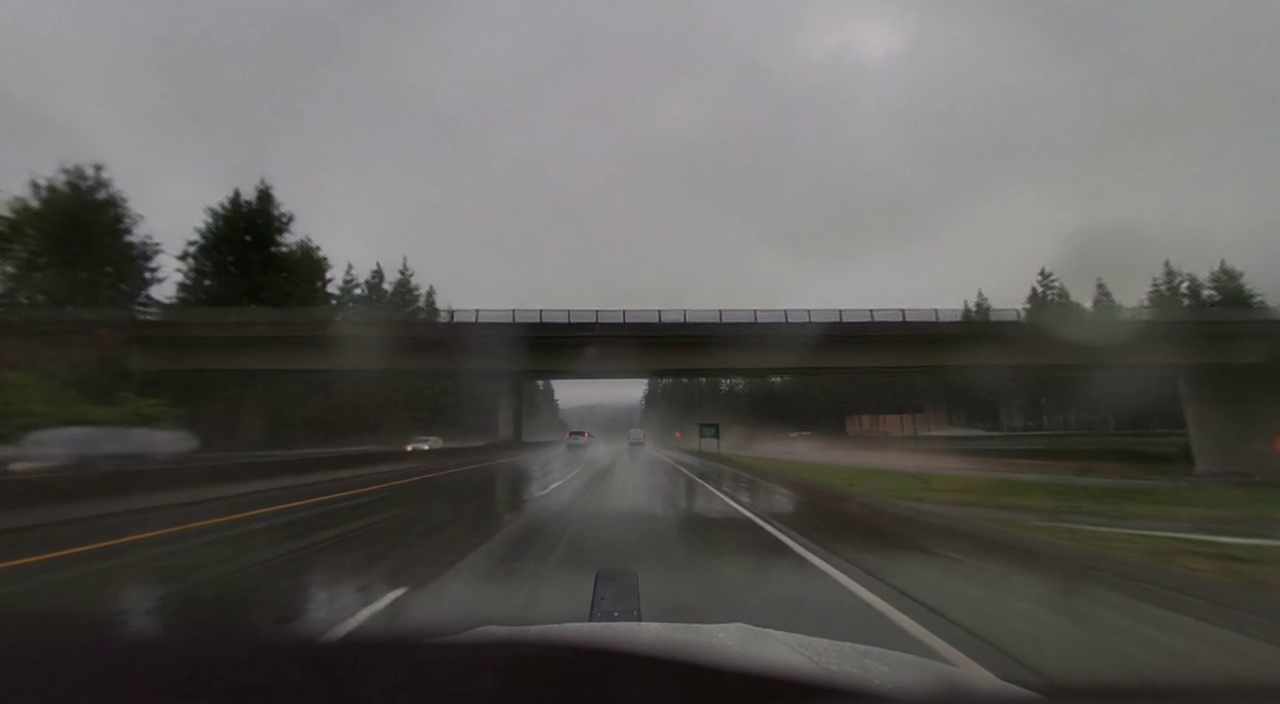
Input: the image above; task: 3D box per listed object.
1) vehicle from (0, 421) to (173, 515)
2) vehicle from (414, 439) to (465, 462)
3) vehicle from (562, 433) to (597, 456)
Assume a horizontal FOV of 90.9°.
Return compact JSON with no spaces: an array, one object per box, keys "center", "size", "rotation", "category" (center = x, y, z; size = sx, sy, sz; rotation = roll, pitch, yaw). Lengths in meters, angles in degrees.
[{"center":[-12.575,2.346,13.122],"size":[1.877,1.696,5.004],"rotation":[0,-8,-1],"category":"vehicle"},{"center":[-13.297,6.566,42.021],"size":[2.062,1.437,4.002],"rotation":[0,-8,0],"category":"vehicle"},{"center":[-4.268,6.607,45.156],"size":[2.169,1.588,4.264],"rotation":[0,-8,0],"category":"vehicle"}]
